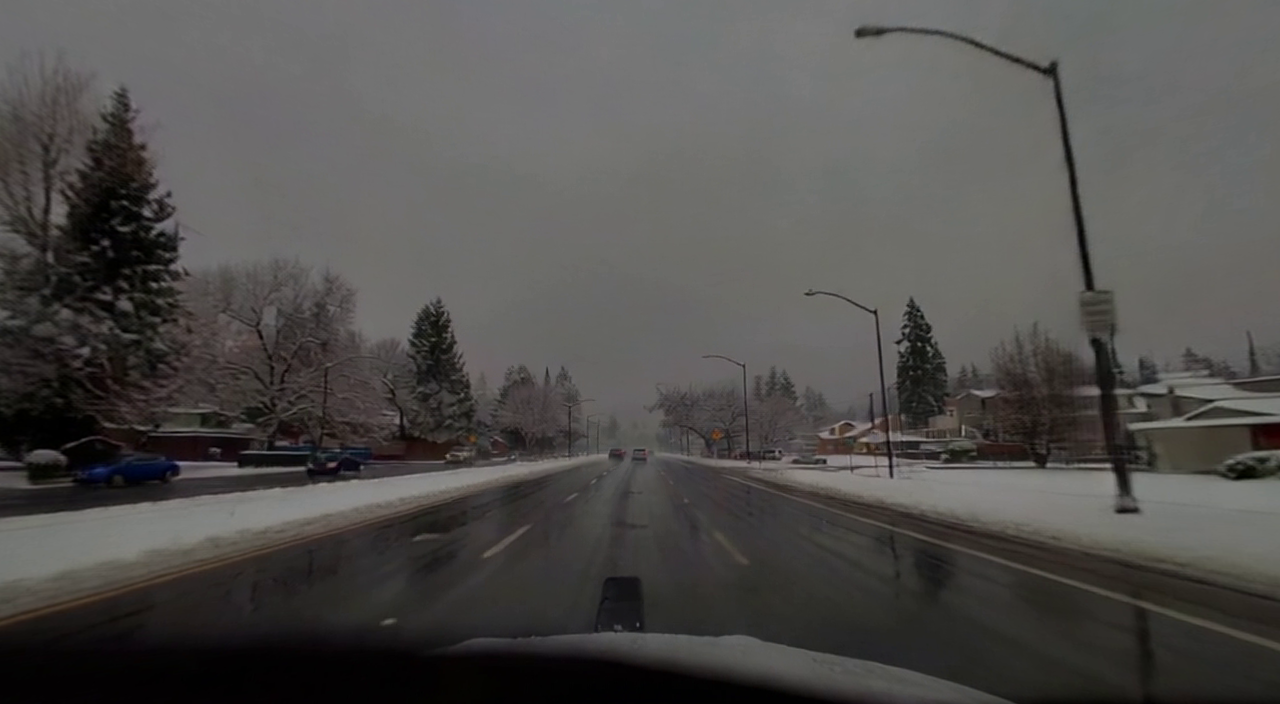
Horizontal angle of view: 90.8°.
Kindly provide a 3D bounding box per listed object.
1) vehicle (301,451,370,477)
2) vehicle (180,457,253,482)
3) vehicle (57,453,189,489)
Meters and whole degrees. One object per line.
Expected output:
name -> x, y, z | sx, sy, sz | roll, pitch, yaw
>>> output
vehicle -> -18.901, 6.947, 39.413 | 1.892, 1.474, 4.723 | 0, -9, 1
vehicle -> -24.879, 6.883, 37.272 | 1.637, 1.298, 3.878 | 0, -9, 0
vehicle -> -24.612, 5.631, 30.370 | 1.916, 1.524, 4.993 | -1, -9, 3
